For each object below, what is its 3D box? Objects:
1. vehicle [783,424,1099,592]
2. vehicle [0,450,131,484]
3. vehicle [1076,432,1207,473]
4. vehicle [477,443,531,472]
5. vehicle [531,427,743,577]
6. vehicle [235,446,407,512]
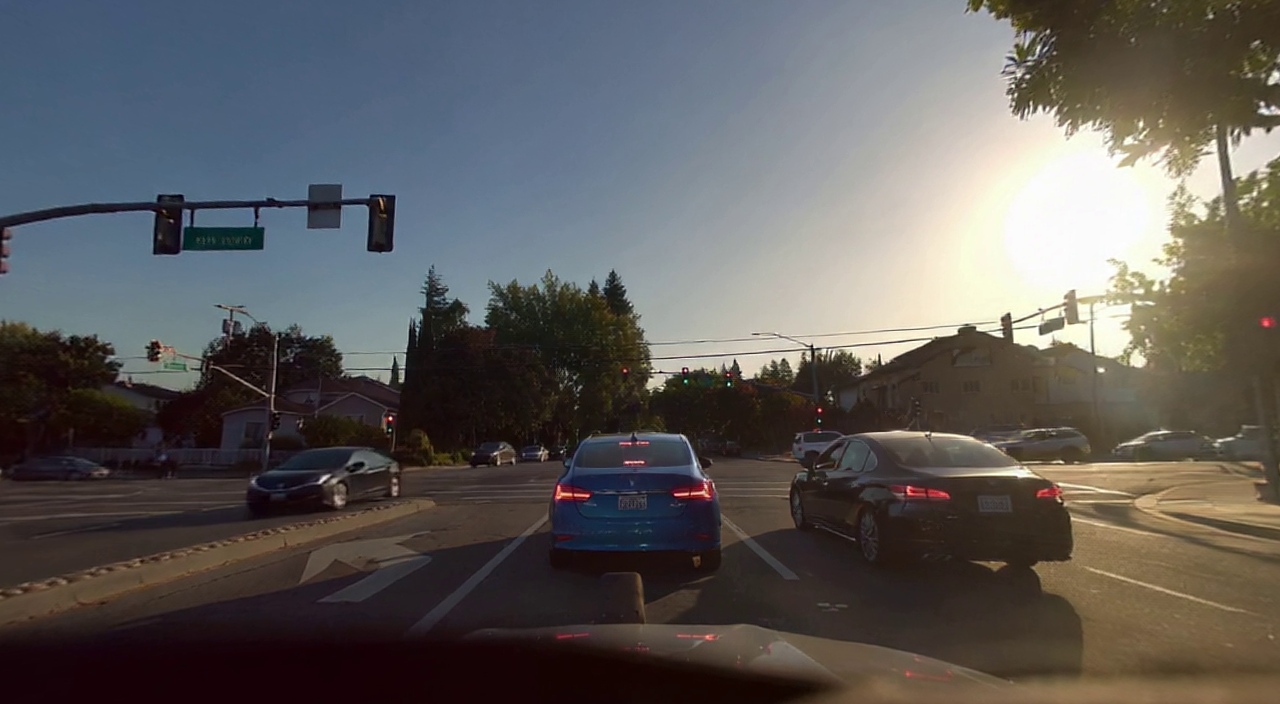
[{"bbox_3d":[3.196,1.724,7.831,1.913,1.505,4.097,0,-8,0],"label":"vehicle"},{"bbox_3d":[-28.139,5.608,31.050,4.538,1.591,1.949,0,-8,1],"label":"vehicle"},{"bbox_3d":[23.989,4.792,30.330,4.520,1.762,2.005,-2,-8,-1],"label":"vehicle"},{"bbox_3d":[-7.552,5.896,35.572,2.003,1.480,4.633,0,-8,0],"label":"vehicle"},{"bbox_3d":[-0.056,1.798,8.390,2.103,1.478,4.073,0,-8,-1],"label":"vehicle"},{"bbox_3d":[-7.585,3.025,15.580,2.040,1.374,4.150,0,-8,0],"label":"vehicle"}]
